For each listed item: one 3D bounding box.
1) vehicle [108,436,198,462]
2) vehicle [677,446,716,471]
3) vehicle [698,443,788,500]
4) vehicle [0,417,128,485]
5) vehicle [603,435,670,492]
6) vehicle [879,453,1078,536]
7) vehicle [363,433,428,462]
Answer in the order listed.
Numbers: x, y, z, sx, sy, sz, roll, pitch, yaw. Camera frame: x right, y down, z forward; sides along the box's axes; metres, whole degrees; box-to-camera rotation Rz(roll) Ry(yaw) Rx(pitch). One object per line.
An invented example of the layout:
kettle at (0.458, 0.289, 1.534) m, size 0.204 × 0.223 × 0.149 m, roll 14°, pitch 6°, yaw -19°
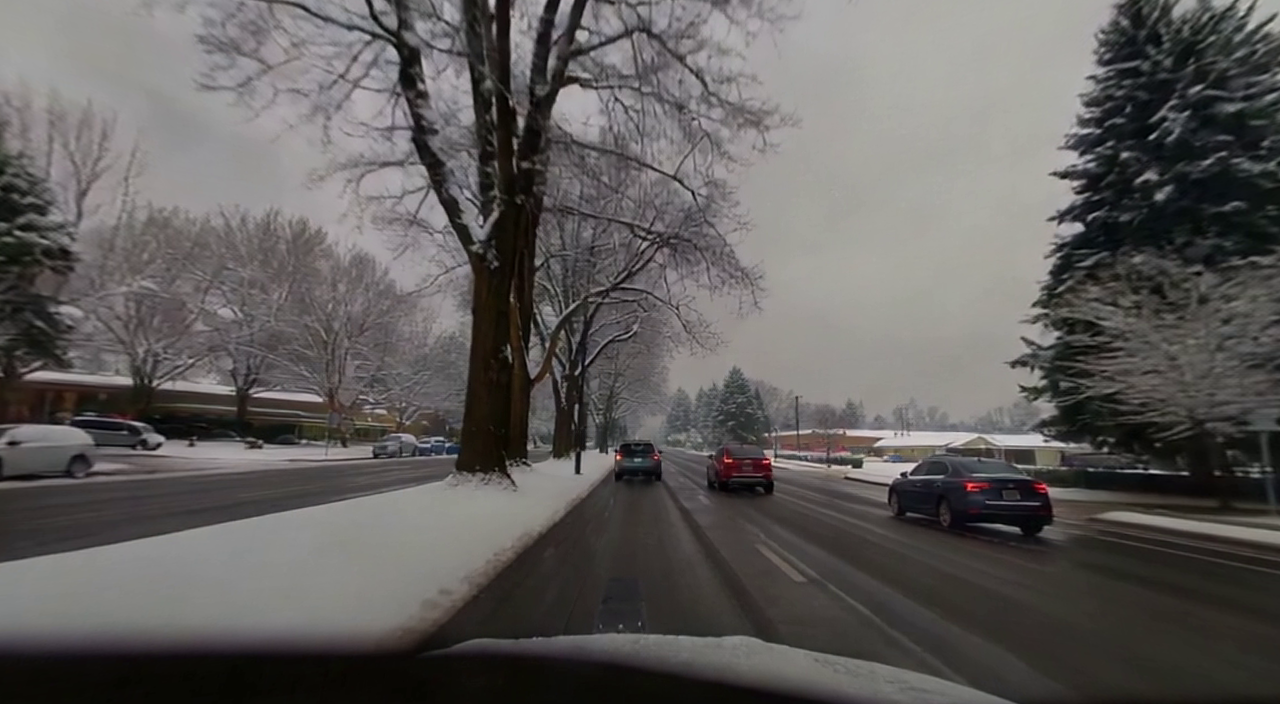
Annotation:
vehicle at (-28.678, 5.721, 37.153) m, size 1.867 × 1.420 × 4.409 m, roll 0°, pitch -8°, yaw -1°
vehicle at (3.561, 6.778, 40.177) m, size 2.012 × 1.462 × 4.163 m, roll 0°, pitch -8°, yaw -1°
vehicle at (2.985, 3.541, 19.123) m, size 1.932 × 1.510 × 4.168 m, roll 0°, pitch -8°, yaw -1°
vehicle at (-18.676, 2.932, 18.635) m, size 2.094 × 1.863 × 5.694 m, roll 0°, pitch -8°, yaw 0°
vehicle at (-0.097, 3.651, 20.905) m, size 2.008 × 1.674 × 4.239 m, roll 0°, pitch -8°, yaw 0°
vehicle at (7.098, 2.984, 13.816) m, size 1.944 × 1.458 × 4.268 m, roll 0°, pitch -8°, yaw -1°
vehicle at (-18.672, 7.341, 48.359) m, size 2.226 × 2.019 × 6.809 m, roll 0°, pitch -8°, yaw 1°
